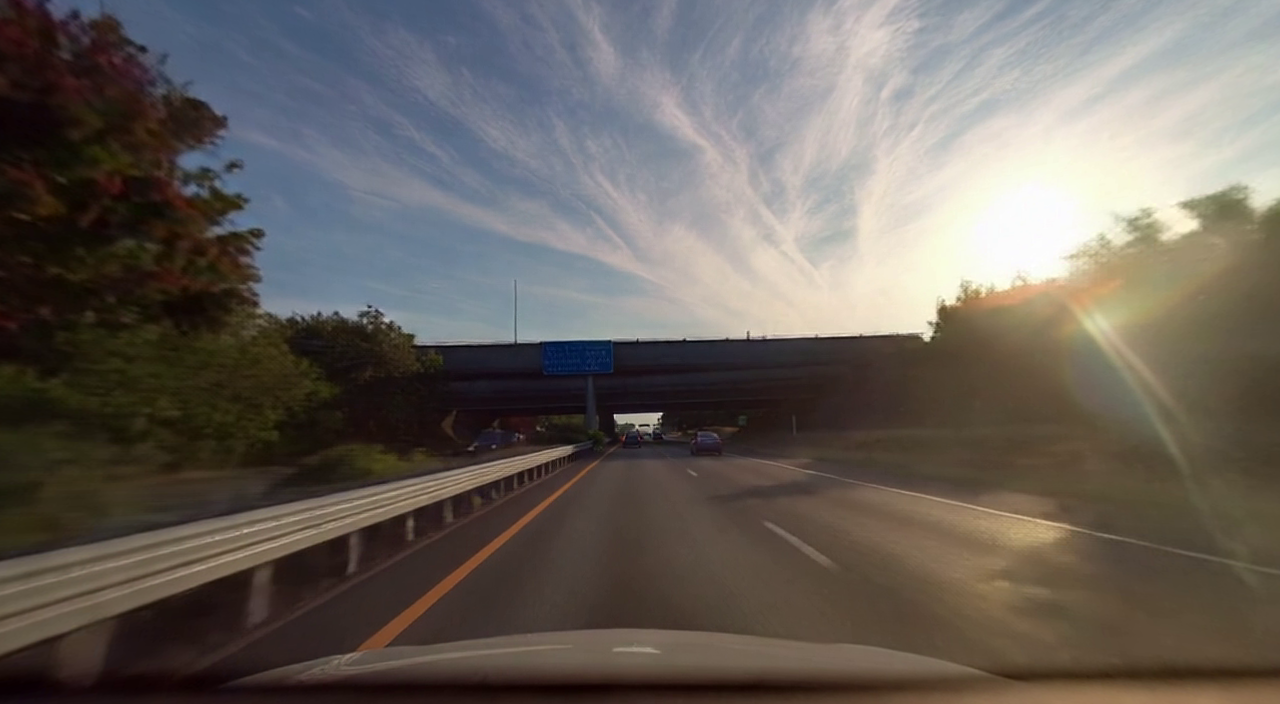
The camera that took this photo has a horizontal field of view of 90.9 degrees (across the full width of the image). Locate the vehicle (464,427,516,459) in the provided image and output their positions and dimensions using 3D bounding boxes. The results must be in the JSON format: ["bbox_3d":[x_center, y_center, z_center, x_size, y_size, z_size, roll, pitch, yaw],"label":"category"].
[{"bbox_3d":[-9.198,5.612,39.041,1.986,1.784,5.223,0,-8,0],"label":"vehicle"}]

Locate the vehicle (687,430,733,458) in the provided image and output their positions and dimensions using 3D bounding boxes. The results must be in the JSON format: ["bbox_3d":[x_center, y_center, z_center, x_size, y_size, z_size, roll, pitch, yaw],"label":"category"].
[{"bbox_3d":[3.977,5.301,36.506,2.010,1.526,4.438,0,-8,-2],"label":"vehicle"}]
